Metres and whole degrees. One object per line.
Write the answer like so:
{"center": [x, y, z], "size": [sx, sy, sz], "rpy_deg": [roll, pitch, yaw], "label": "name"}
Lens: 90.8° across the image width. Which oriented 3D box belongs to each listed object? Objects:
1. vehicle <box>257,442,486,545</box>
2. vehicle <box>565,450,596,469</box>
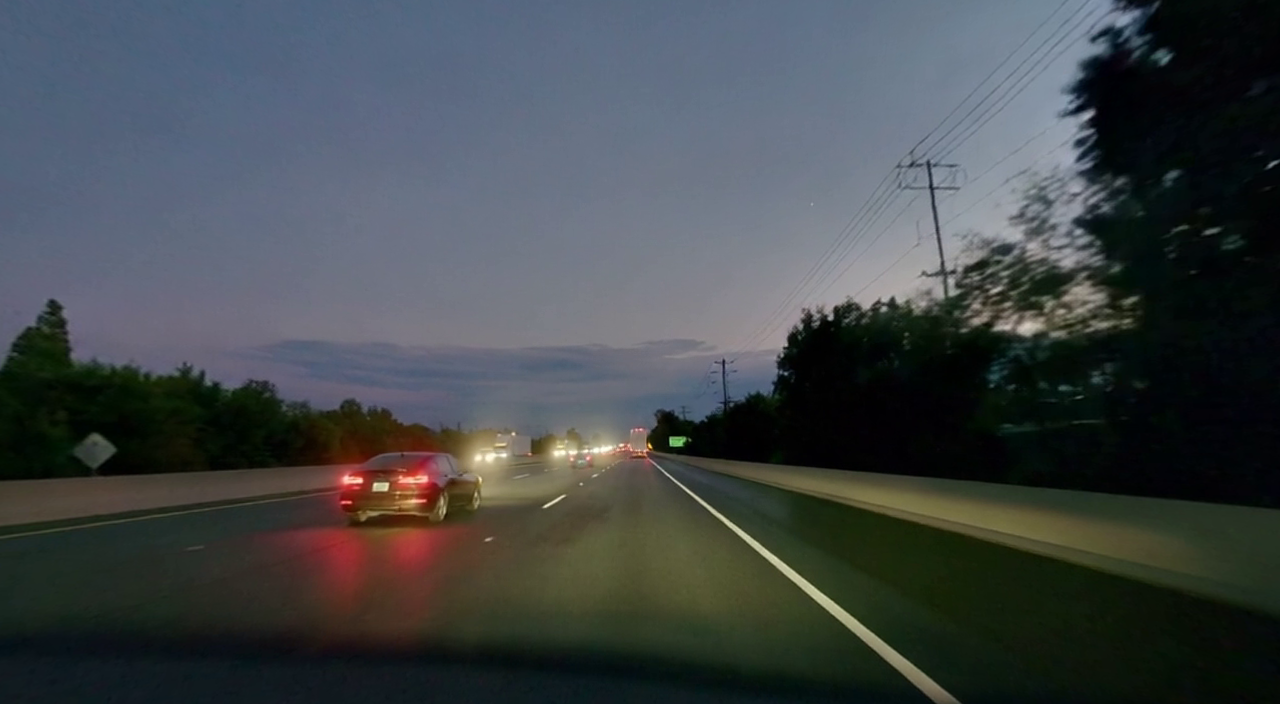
{"center": [-4.387, 2.371, 11.258], "size": [2.106, 1.445, 4.404], "rpy_deg": [0, -9, 1], "label": "vehicle"}
{"center": [-4.572, 8.382, 49.256], "size": [2.032, 1.381, 3.909], "rpy_deg": [0, -9, 0], "label": "vehicle"}
